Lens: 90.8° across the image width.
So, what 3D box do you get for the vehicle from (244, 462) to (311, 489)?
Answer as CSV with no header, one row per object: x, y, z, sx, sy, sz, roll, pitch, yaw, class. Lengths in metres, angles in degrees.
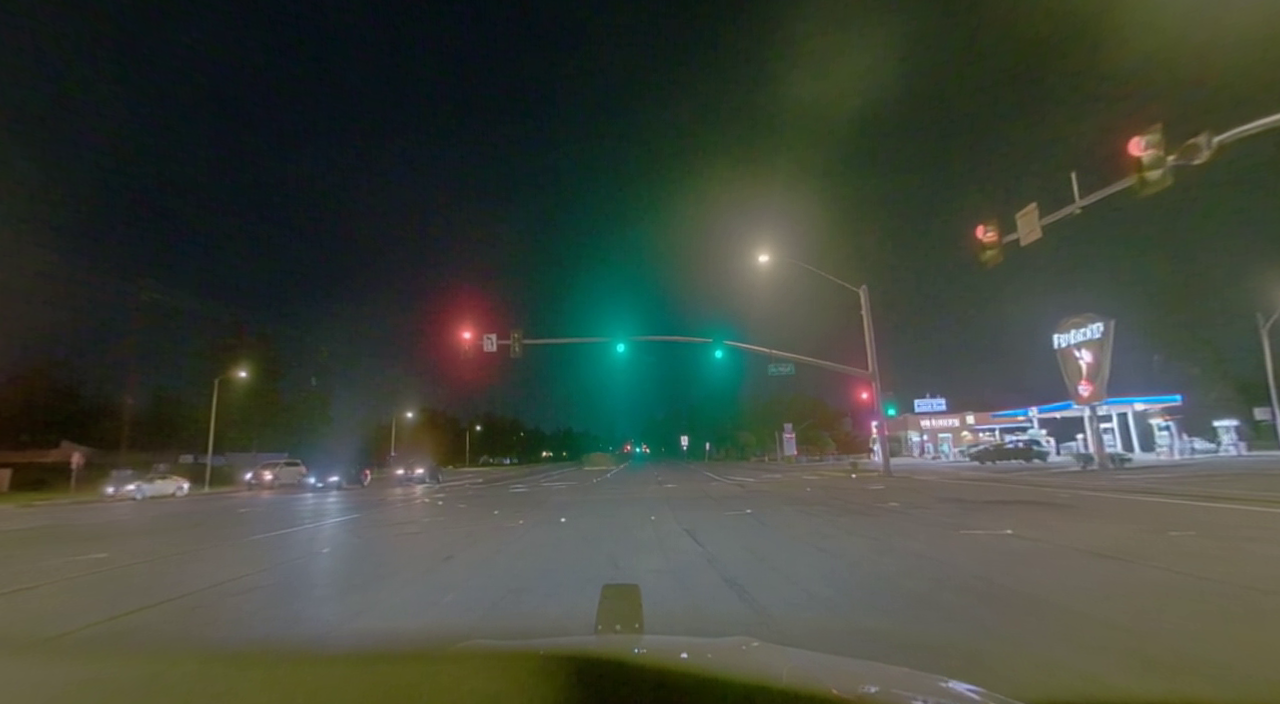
-24.889,8.479,43.604,2.098,1.684,4.388,0,-9,-2,vehicle

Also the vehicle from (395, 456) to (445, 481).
-15.445,8.200,44.608,2.053,1.598,4.336,0,-9,-1,vehicle

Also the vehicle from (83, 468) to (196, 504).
-24.590,6.580,31.313,1.895,1.483,4.790,0,-9,-3,vehicle

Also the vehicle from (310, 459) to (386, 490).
-15.325,6.447,33.403,1.920,1.434,4.328,0,-9,0,vehicle
